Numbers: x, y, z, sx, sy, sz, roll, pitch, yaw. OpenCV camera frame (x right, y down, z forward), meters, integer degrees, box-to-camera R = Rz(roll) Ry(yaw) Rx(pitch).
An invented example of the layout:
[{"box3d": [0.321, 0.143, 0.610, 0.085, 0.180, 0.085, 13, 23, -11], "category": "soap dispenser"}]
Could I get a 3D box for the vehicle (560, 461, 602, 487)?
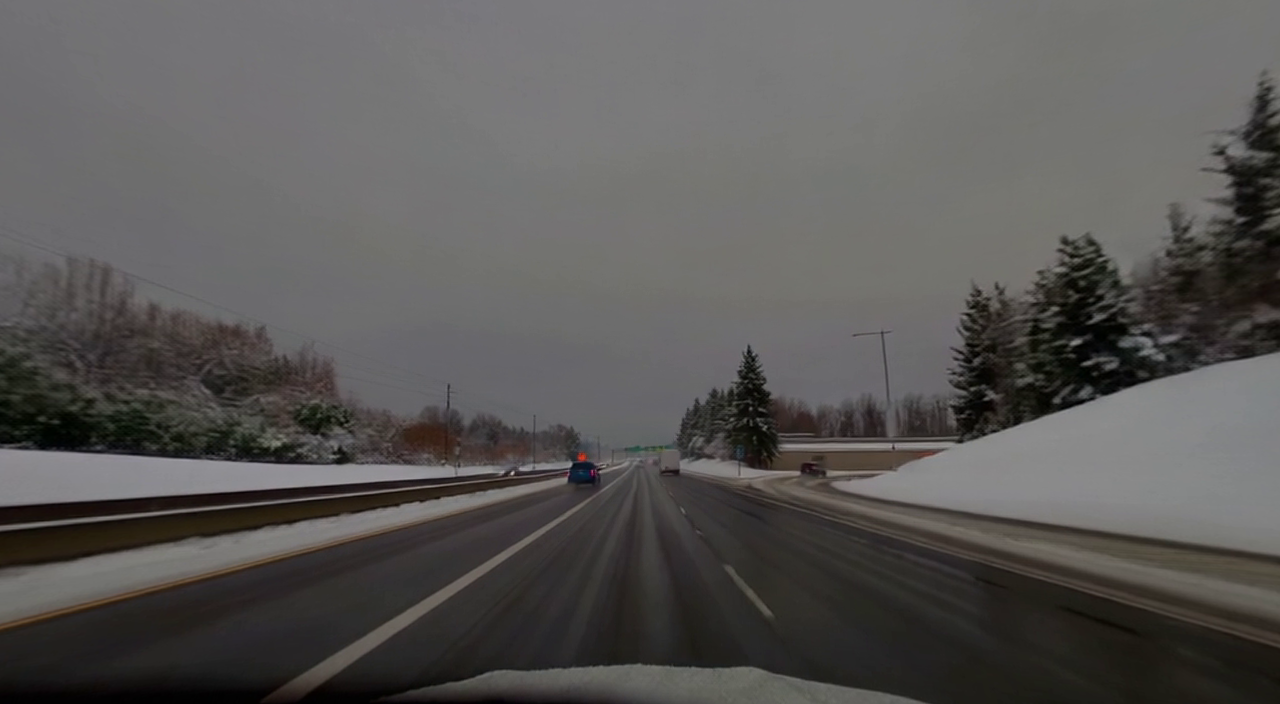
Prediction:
[{"box3d": [-3.621, 7.641, 39.474, 2.045, 1.487, 4.582, 1, -10, 1], "category": "vehicle"}]
